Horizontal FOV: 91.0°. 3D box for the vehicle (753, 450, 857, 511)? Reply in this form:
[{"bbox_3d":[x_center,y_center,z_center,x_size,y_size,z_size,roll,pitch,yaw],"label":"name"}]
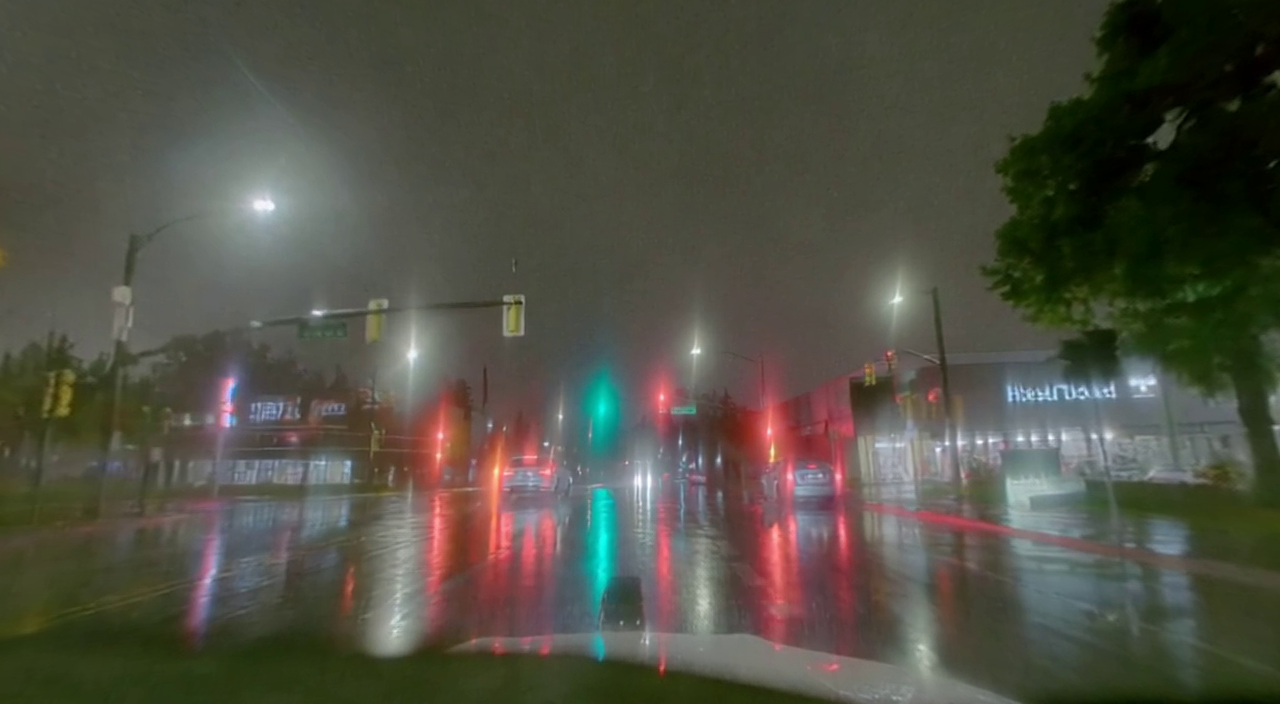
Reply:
[{"bbox_3d":[4.983,3.988,19.771,2.039,1.655,4.495,0,-10,0],"label":"vehicle"}]

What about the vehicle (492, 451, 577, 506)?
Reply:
[{"bbox_3d":[-3.340,4.146,20.814,1.947,1.627,4.248,0,-10,1],"label":"vehicle"}]
